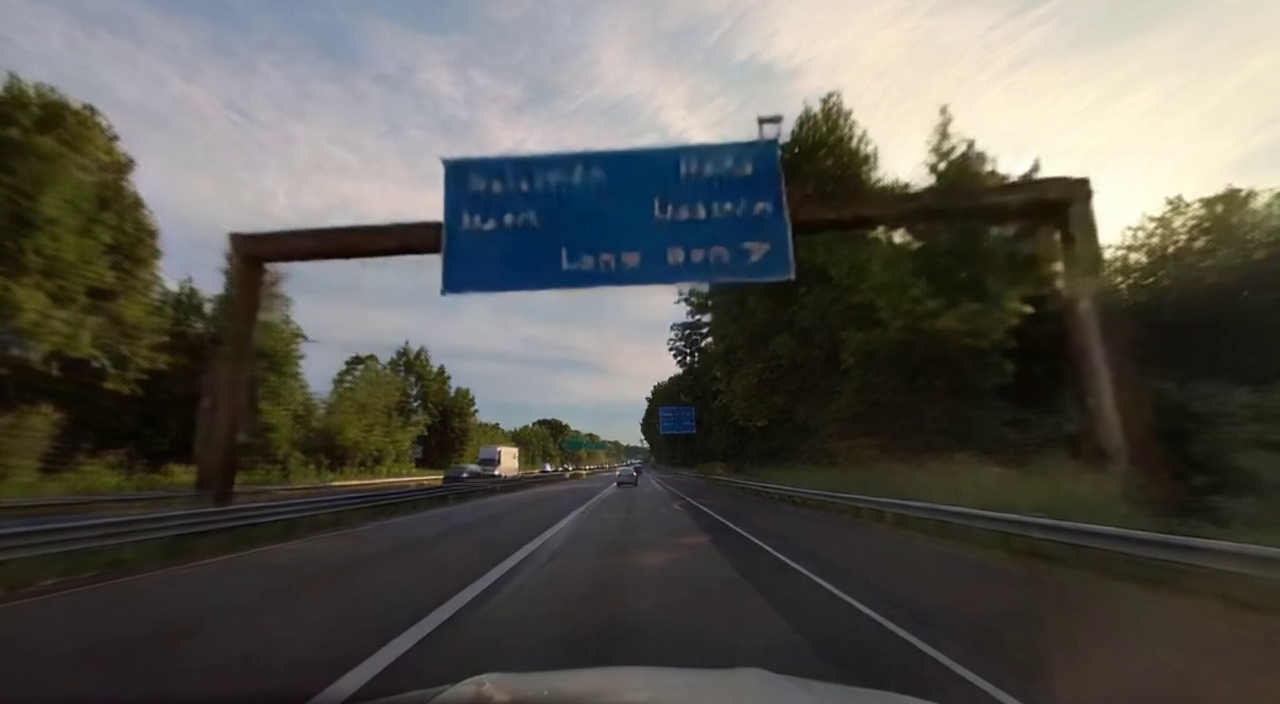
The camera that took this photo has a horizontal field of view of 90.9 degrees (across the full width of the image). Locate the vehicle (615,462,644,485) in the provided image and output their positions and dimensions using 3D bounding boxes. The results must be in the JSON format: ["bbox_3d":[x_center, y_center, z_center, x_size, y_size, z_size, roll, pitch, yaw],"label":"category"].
[{"bbox_3d":[-0.797,9.307,48.334,2.104,1.655,4.039,1,-10,0],"label":"vehicle"}]

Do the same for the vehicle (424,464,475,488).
[{"bbox_3d":[-13.001,8.503,43.343,2.022,1.459,4.613,1,-10,1],"label":"vehicle"}]
